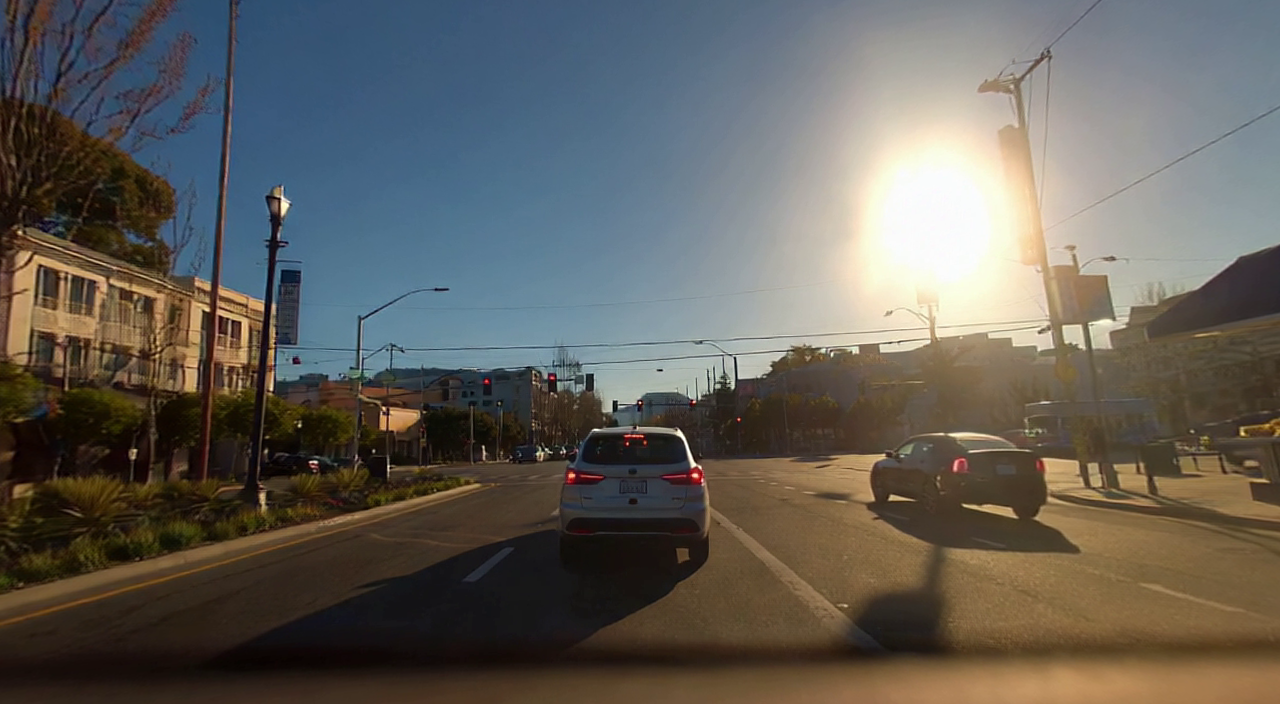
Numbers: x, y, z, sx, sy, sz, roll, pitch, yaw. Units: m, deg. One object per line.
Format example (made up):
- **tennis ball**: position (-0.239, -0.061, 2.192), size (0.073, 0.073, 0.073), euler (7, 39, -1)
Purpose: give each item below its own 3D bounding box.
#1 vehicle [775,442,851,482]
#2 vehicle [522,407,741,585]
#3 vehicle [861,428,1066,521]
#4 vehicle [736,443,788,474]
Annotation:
- **vehicle**: position (6.844, 4.398, 25.415), size (1.833, 1.452, 4.237), euler (0, -8, -1)
- **vehicle**: position (-0.065, 1.688, 8.114), size (2.115, 1.700, 3.901), euler (0, -8, 1)
- **vehicle**: position (6.679, 2.566, 13.752), size (2.072, 1.652, 4.611), euler (0, -8, 1)
- **vehicle**: position (6.254, 5.455, 32.631), size (1.961, 1.477, 4.454), euler (0, -9, 2)
